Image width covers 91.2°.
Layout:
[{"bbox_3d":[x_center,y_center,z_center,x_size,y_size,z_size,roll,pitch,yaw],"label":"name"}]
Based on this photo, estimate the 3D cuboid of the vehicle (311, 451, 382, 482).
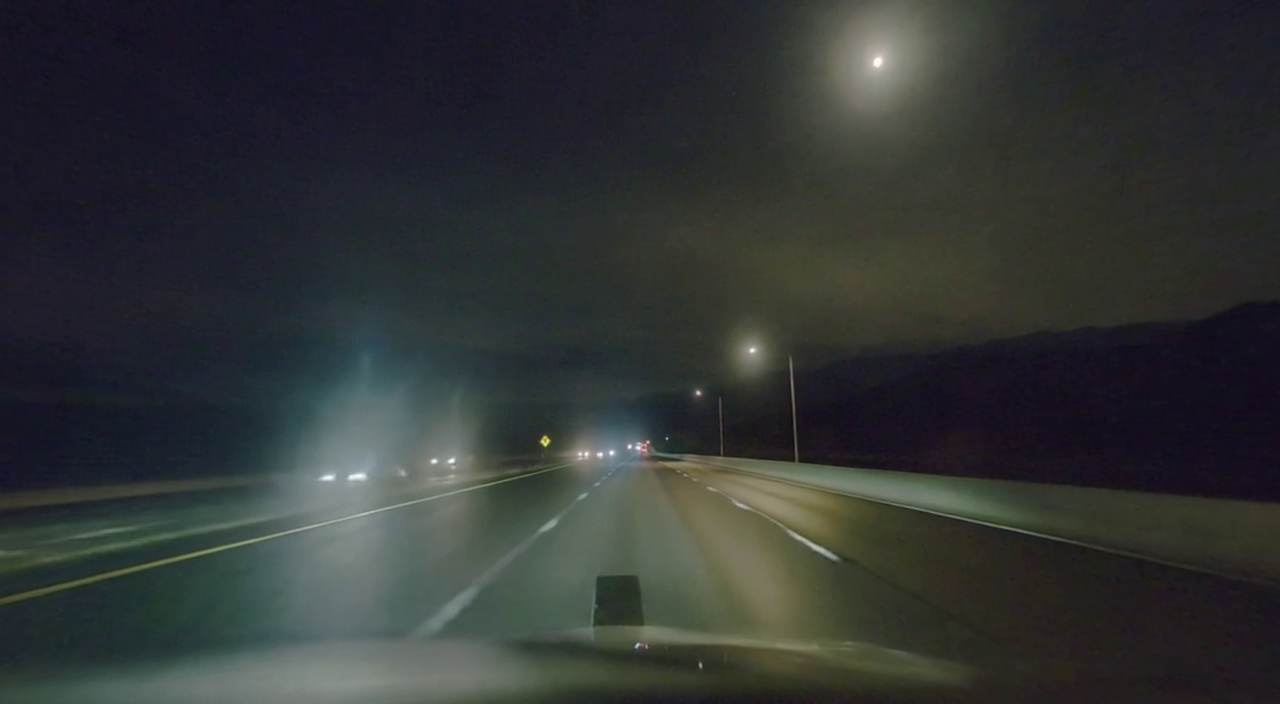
[{"bbox_3d":[-16.316,6.359,35.083,1.873,1.572,4.257,-1,-9,1],"label":"vehicle"}]
